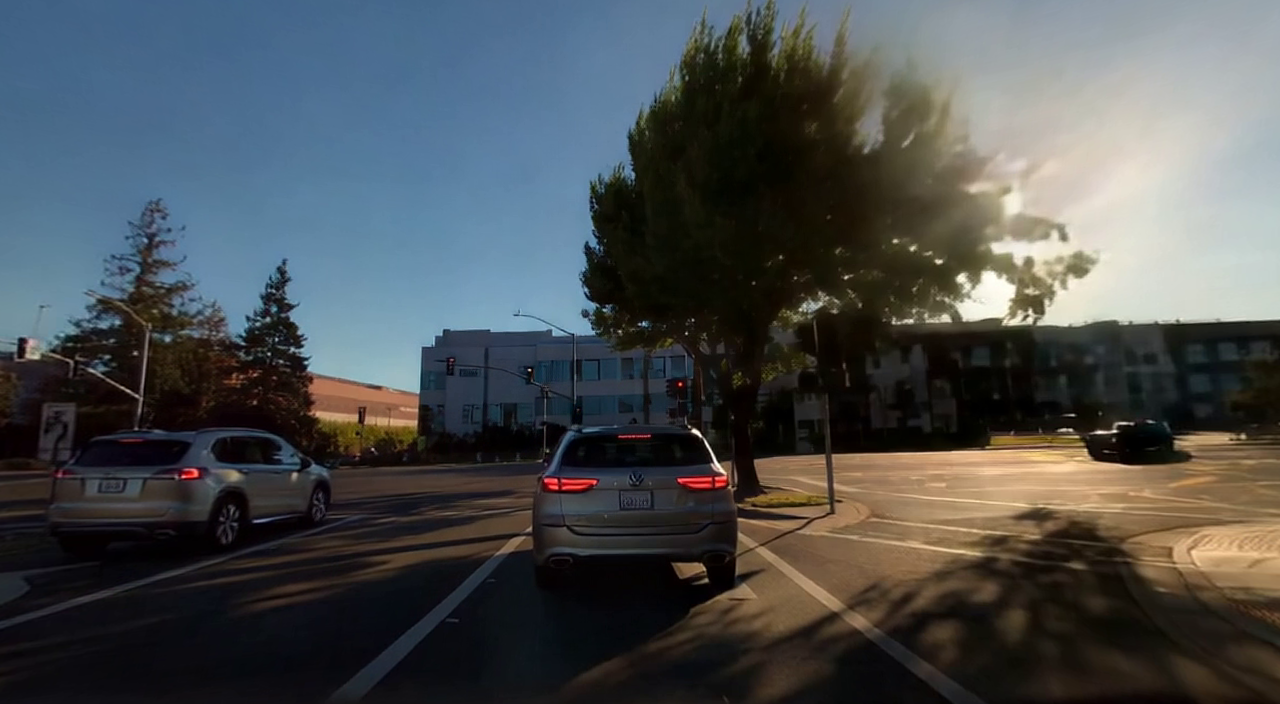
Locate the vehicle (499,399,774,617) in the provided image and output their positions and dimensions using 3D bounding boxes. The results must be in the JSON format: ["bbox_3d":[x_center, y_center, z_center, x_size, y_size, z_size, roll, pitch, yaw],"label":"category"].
[{"bbox_3d":[-0.179,1.525,7.075,2.154,1.670,4.140,1,-9,-5],"label":"vehicle"}]

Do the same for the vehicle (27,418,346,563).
[{"bbox_3d":[-6.405,1.968,9.689,2.020,1.695,4.187,1,-9,-5],"label":"vehicle"}]
